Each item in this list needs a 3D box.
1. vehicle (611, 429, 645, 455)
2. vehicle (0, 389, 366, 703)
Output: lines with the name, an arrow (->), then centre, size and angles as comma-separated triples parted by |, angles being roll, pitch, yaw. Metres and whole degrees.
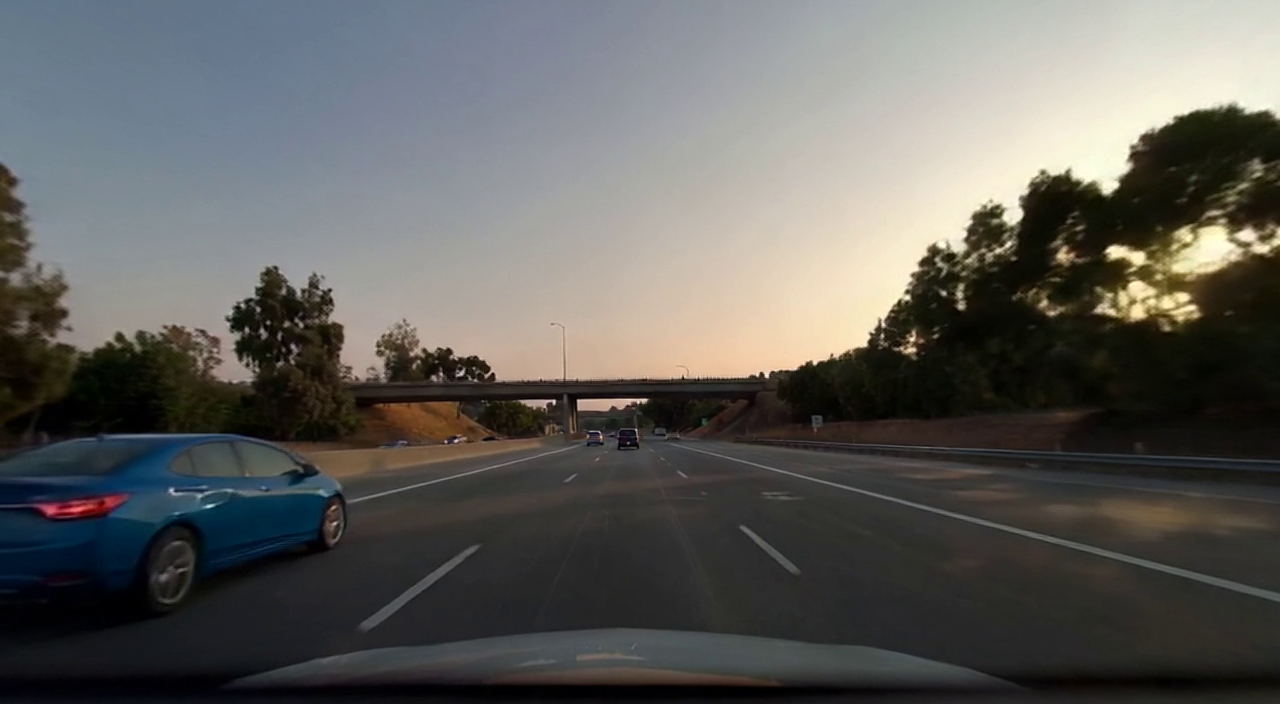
vehicle -> -0.782, 5.948, 41.578 | 2.116, 1.625, 4.004 | 0, -8, -1
vehicle -> -4.137, 1.198, 4.869 | 2.017, 1.537, 4.496 | 0, -8, 0
